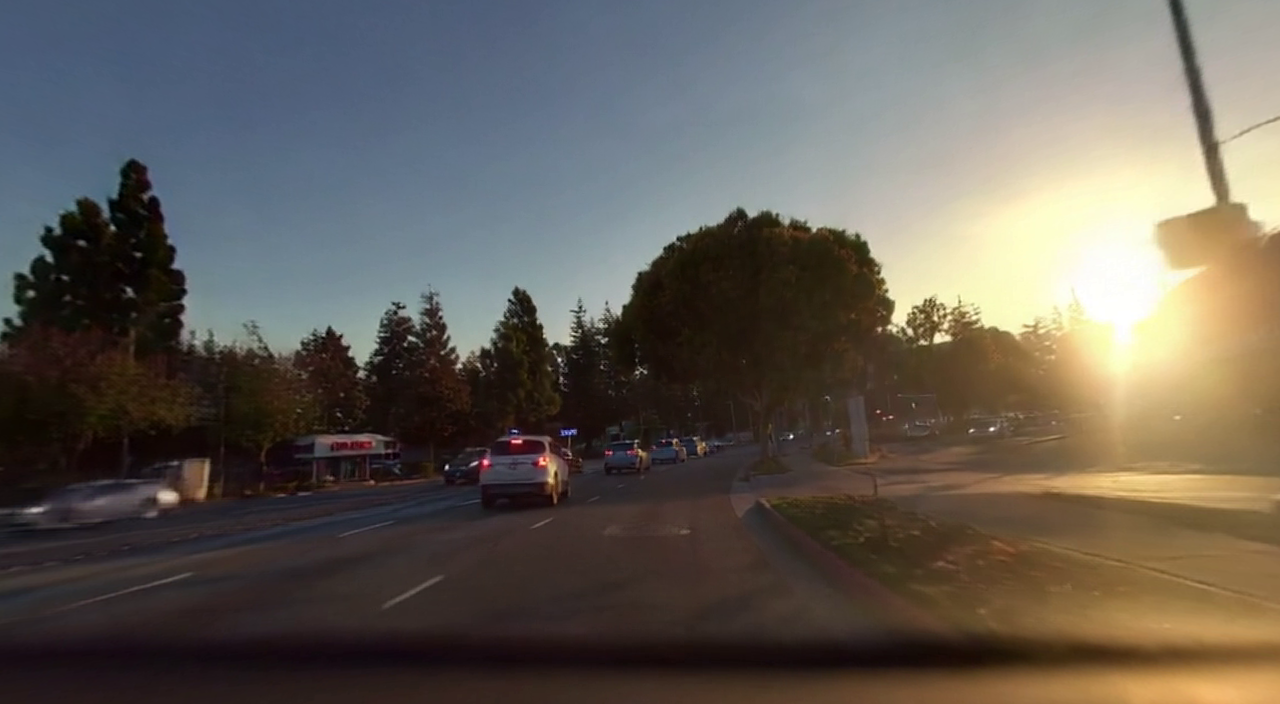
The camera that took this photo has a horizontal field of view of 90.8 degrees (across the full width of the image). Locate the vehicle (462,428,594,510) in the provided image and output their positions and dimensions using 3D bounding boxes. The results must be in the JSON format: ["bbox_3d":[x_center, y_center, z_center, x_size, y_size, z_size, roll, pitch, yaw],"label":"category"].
[{"bbox_3d":[-2.823,3.075,17.106,2.168,1.783,4.695,-4,-9,7],"label":"vehicle"}]

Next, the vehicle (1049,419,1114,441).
[{"bbox_3d":[30.340,5.395,43.389,4.106,1.450,1.901,4,-10,-27],"label":"vehicle"}]

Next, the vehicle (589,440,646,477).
[{"bbox_3d":[-1.032,5.268,31.481,2.002,1.664,4.113,-2,-9,11],"label":"vehicle"}]

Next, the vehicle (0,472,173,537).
[{"bbox_3d":[-17.381,4.721,19.825,1.861,1.482,4.434,-7,-9,6],"label":"vehicle"}]

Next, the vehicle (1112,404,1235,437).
[{"bbox_3d":[29.839,3.901,35.501,1.910,1.652,4.755,4,-10,-28],"label":"vehicle"}]

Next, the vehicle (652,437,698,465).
[{"bbox_3d":[2.543,7.036,45.111,2.167,1.832,4.679,-3,-9,17],"label":"vehicle"}]

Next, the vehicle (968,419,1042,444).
[{"bbox_3d":[27.446,5.999,47.506,4.982,1.789,2.303,4,-9,-26],"label":"vehicle"}]
